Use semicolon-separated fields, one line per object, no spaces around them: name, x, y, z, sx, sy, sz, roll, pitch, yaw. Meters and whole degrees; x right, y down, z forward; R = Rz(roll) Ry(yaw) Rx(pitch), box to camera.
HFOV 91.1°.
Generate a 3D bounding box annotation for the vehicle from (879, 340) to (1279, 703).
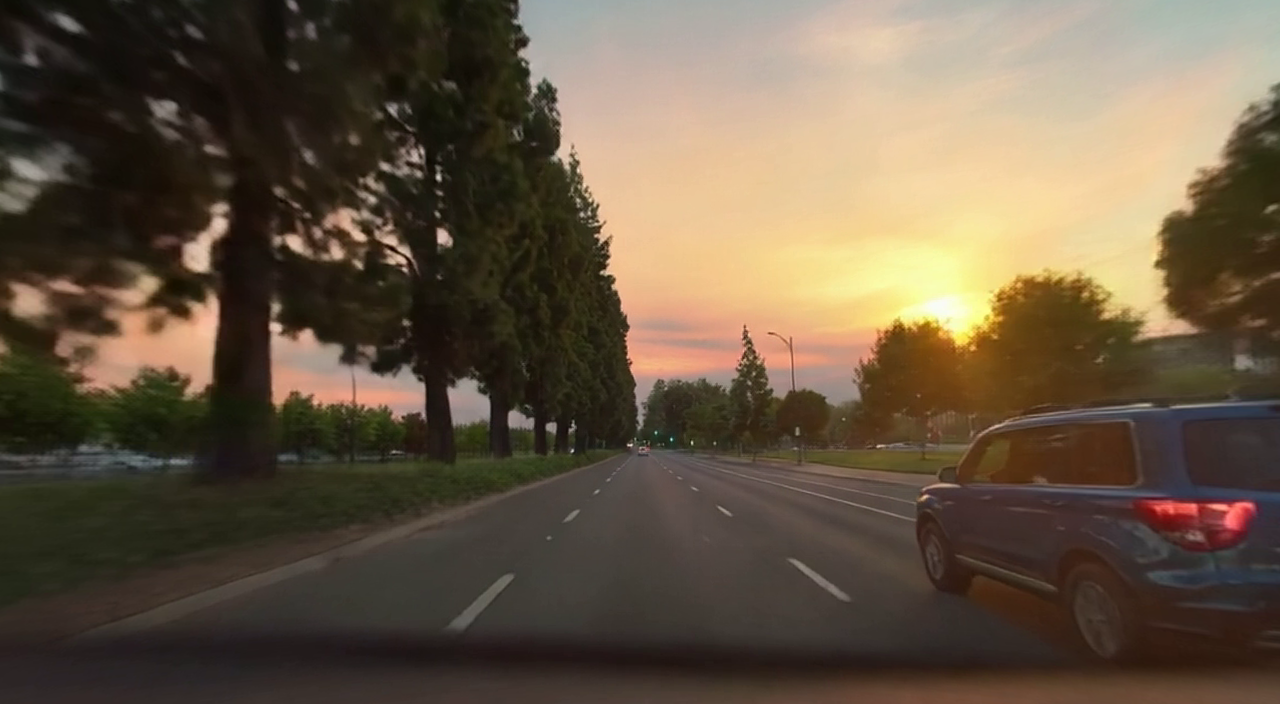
vehicle;3.632;1.081;4.171;2.087;1.759;5.040;0;-8;0
